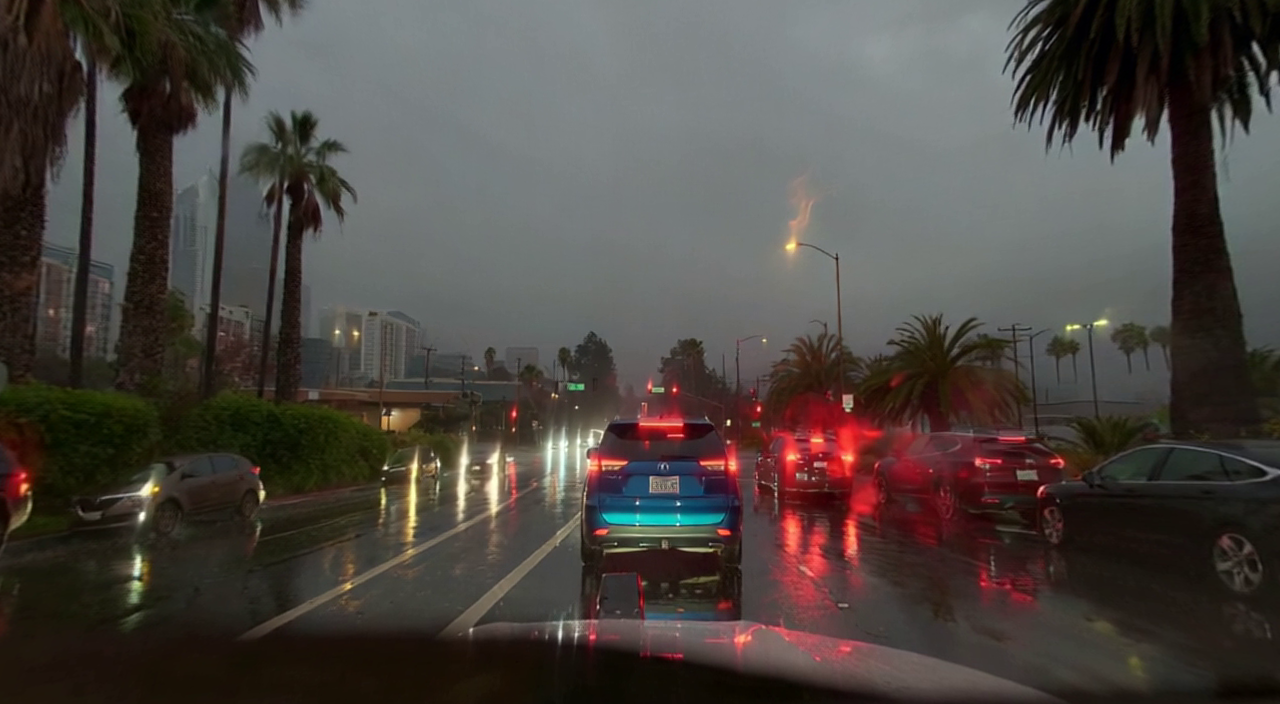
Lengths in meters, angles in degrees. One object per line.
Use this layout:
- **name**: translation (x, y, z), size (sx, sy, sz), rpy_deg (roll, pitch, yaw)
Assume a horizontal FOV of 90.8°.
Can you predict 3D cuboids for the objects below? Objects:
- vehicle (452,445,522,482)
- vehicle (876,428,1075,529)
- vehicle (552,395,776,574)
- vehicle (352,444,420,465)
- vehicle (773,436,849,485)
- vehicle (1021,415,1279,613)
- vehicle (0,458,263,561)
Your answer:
- **vehicle**: translation (-6.658, 4.877, 28.023), size (1.928, 1.475, 4.645), rpy_deg (0, -8, 0)
- **vehicle**: translation (6.668, 2.532, 13.244), size (1.930, 1.736, 4.329), rpy_deg (-1, -8, 3)
- **vehicle**: translation (0.263, 1.664, 8.624), size (2.264, 1.798, 4.258), rpy_deg (0, -8, 1)
- **vehicle**: translation (-18.719, 7.536, 46.660), size (1.759, 1.457, 4.297), rpy_deg (-7, -11, 37)
- **vehicle**: translation (6.570, 4.196, 24.766), size (1.948, 1.729, 4.023), rpy_deg (0, -8, 2)
- **vehicle**: translation (6.441, 1.602, 6.923), size (1.935, 1.672, 4.139), rpy_deg (0, -8, 1)
- **vehicle**: translation (-9.576, 2.813, 11.956), size (2.054, 1.467, 4.595), rpy_deg (-3, -9, 0)
